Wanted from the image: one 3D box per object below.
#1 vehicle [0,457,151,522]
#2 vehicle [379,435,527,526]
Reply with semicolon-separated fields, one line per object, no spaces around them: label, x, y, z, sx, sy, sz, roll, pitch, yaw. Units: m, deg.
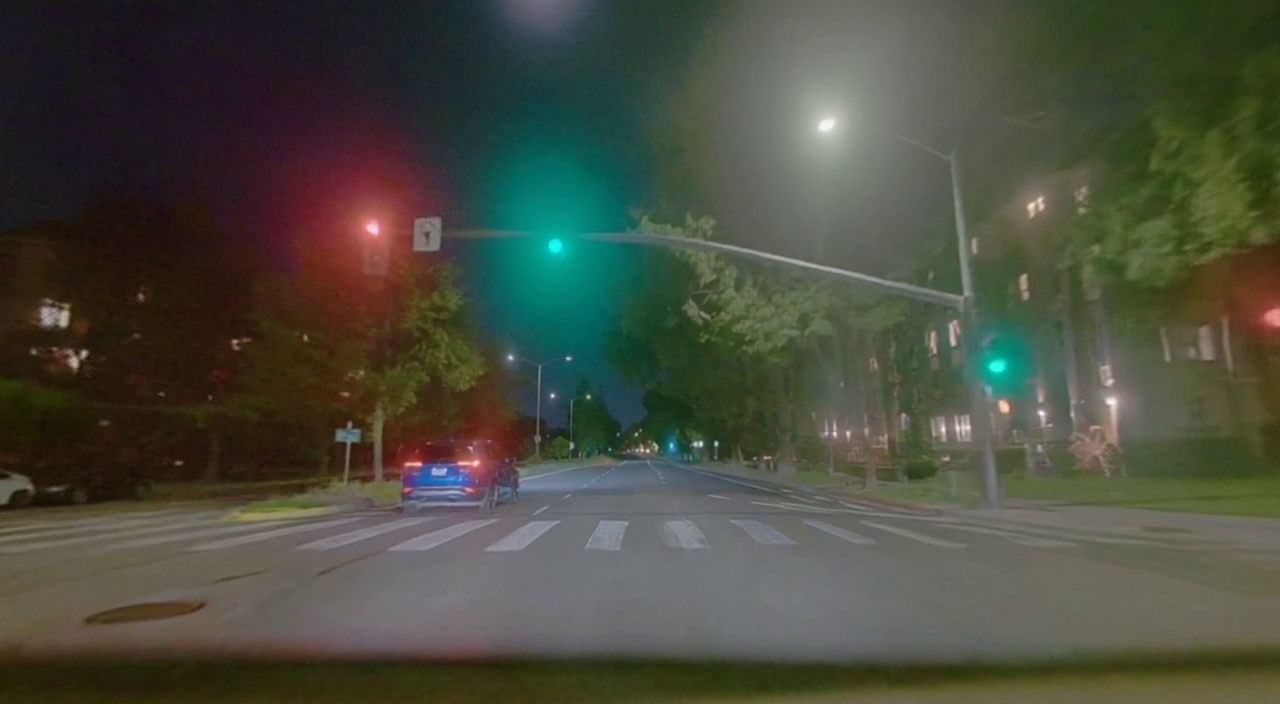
vehicle;-16.565;3.737;17.737;1.941;1.495;4.713;0;-8;-1
vehicle;-3.978;2.796;14.335;1.993;1.733;4.262;0;-8;1
